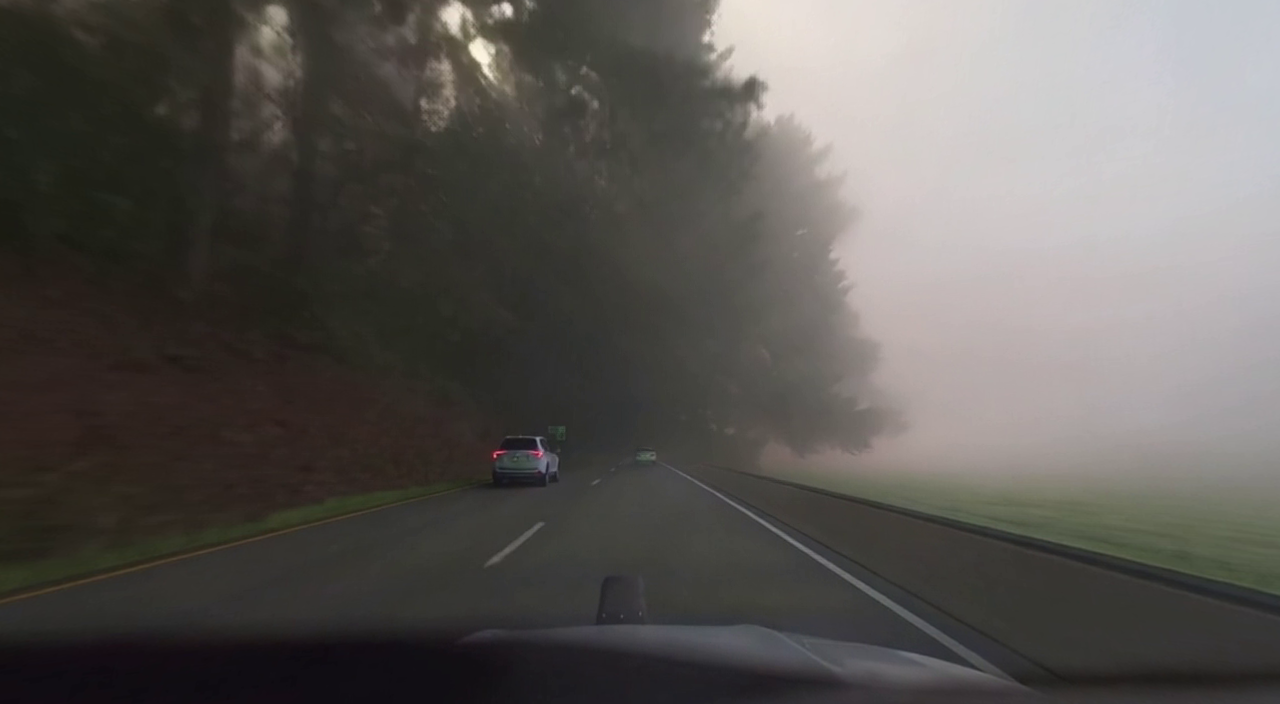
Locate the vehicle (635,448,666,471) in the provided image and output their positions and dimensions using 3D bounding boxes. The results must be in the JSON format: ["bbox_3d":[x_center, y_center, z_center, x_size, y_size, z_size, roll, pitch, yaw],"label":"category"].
[{"bbox_3d":[0.707,7.464,44.008,2.046,1.452,4.407,0,-9,0],"label":"vehicle"}]

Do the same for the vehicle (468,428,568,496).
[{"bbox_3d":[-3.985,3.728,21.719,2.418,2.049,4.930,0,-9,0],"label":"vehicle"}]
